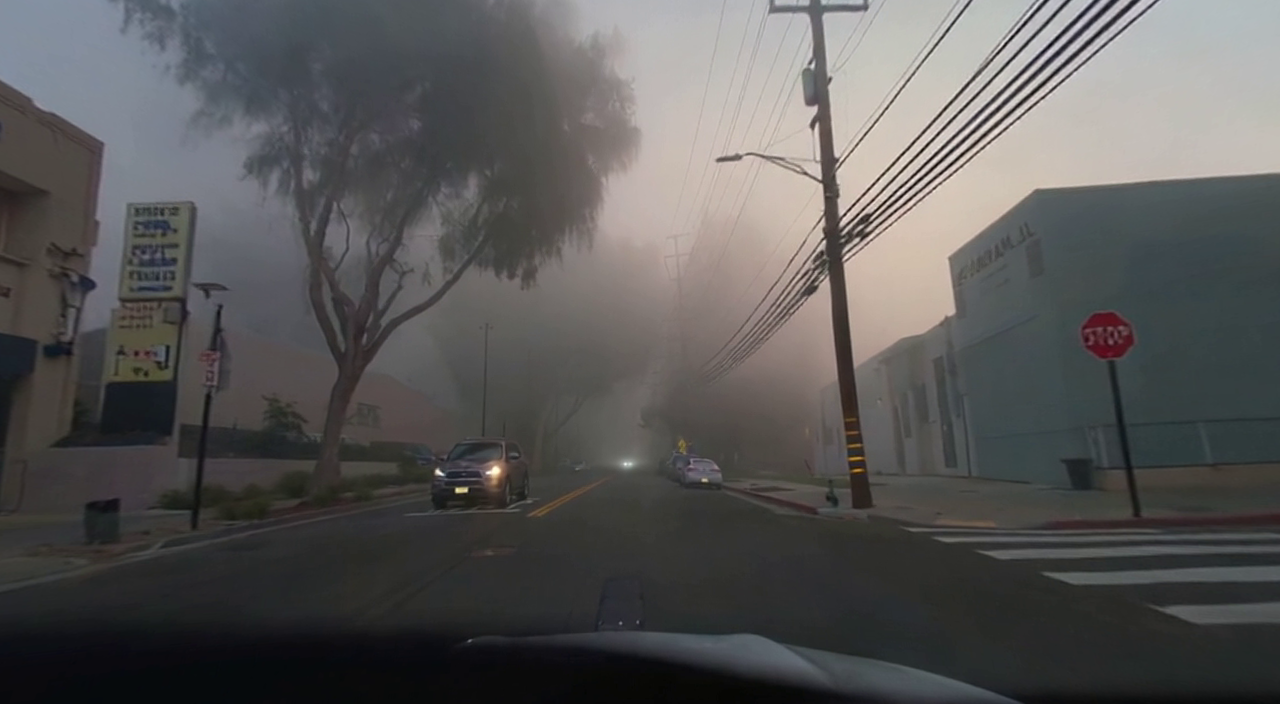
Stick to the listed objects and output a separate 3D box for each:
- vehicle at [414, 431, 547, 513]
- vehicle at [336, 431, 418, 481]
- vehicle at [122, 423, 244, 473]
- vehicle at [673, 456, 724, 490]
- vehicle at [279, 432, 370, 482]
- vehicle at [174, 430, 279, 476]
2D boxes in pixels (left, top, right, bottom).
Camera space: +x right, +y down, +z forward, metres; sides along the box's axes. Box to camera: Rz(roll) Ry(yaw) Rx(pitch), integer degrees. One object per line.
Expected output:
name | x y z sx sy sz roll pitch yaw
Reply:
vehicle | -4.234 3.265 17.815 2.495 1.966 4.846 0 -8 0
vehicle | -15.842 6.342 38.575 2.715 2.789 6.225 1 -9 -4
vehicle | -27.398 5.781 38.320 2.249 2.760 6.636 0 -8 1
vehicle | 2.696 5.672 29.804 1.877 1.373 3.854 0 -8 -3
vehicle | -18.778 6.208 38.062 2.256 2.668 5.979 -1 -7 1
vehicle | -24.705 6.045 38.141 2.288 2.514 5.886 0 -8 1
